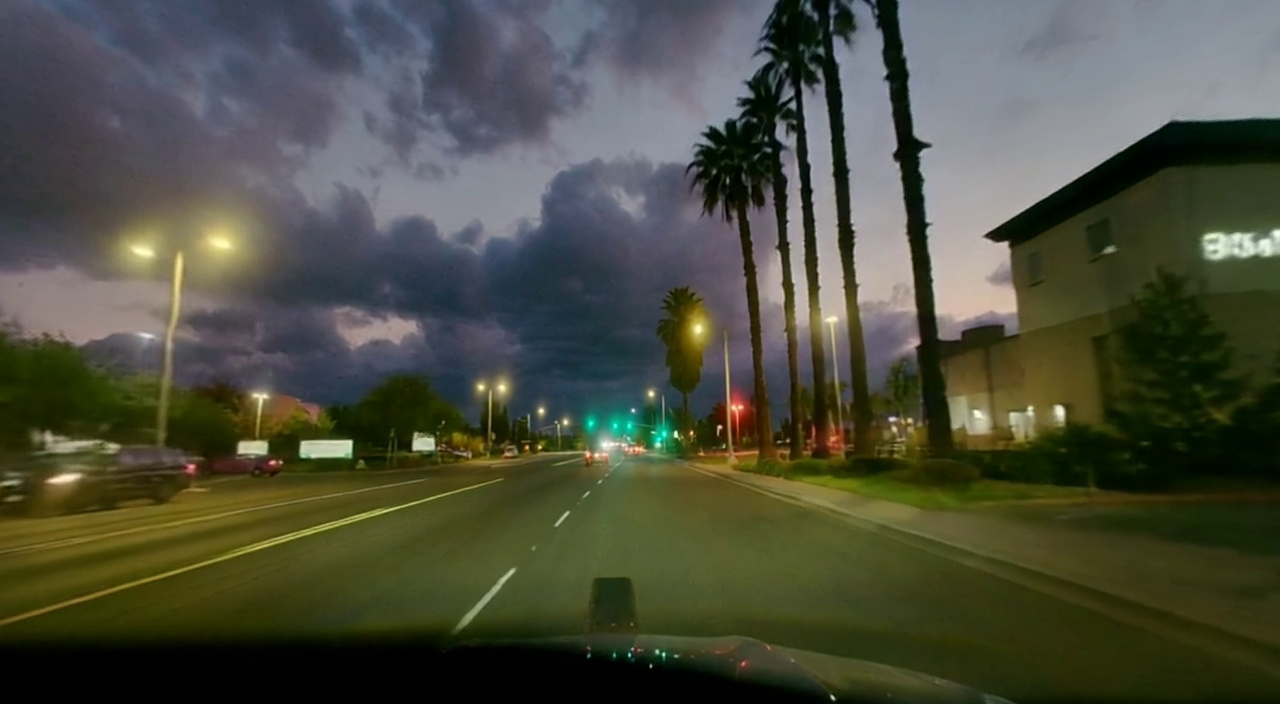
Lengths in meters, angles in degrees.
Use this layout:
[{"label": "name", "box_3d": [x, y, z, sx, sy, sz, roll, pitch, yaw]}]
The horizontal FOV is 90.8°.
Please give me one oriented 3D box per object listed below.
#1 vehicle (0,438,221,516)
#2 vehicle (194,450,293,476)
[{"label": "vehicle", "box_3d": [-14.404, 3.331, 17.450, 2.143, 1.808, 5.265, 0, -9, -2]}, {"label": "vehicle", "box_3d": [-23.468, 6.568, 37.488, 4.567, 1.447, 1.892, 0, -9, -1]}]
